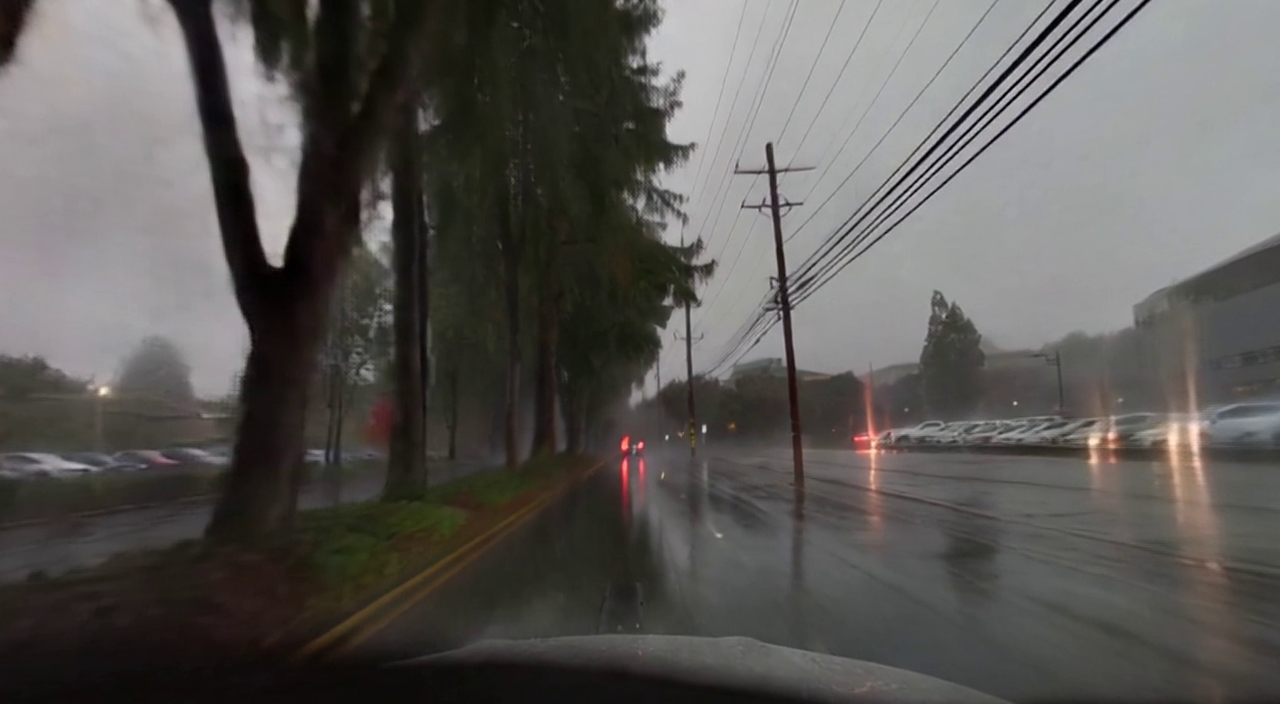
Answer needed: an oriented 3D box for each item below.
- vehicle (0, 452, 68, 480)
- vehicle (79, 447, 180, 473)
[{"bbox_3d":[-34.306,6.220,34.610,4.052,1.467,1.937,0,-9,1],"label":"vehicle"},{"bbox_3d":[-34.131,7.213,42.354,4.662,1.660,2.312,0,-8,-2],"label":"vehicle"}]
